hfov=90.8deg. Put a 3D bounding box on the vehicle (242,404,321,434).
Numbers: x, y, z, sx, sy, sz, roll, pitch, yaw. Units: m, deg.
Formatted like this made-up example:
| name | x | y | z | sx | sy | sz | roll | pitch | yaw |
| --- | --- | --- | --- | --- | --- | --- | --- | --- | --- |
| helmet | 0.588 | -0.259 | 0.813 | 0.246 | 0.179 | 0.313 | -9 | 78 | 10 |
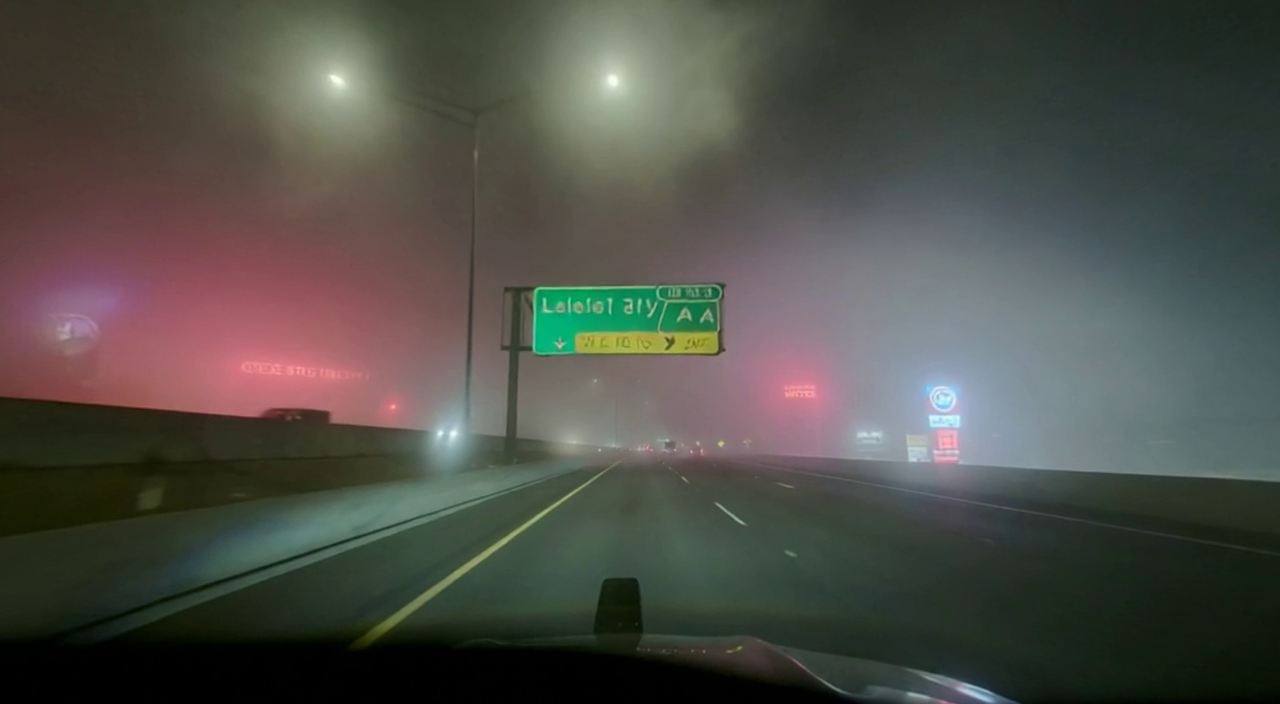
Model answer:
| name | x | y | z | sx | sy | sz | roll | pitch | yaw |
| --- | --- | --- | --- | --- | --- | --- | --- | --- | --- |
| vehicle | -21.240 | 4.060 | 37.672 | 1.998 | 1.579 | 4.540 | 0 | -9 | 0 |
